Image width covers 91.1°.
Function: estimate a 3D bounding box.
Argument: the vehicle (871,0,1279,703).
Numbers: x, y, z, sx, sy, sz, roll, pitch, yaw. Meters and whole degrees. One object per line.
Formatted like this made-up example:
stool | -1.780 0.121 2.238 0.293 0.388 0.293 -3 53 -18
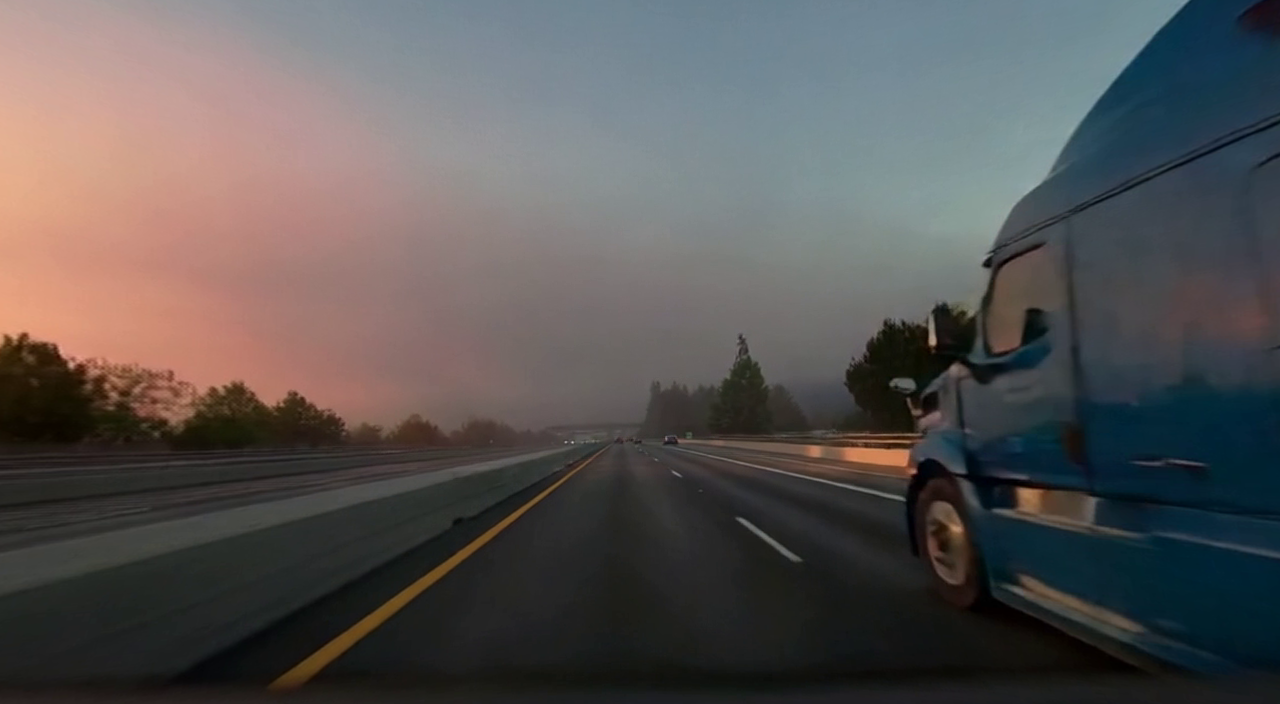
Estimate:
vehicle | 4.047 -0.466 1.414 2.995 3.964 10.329 0 -8 -1
